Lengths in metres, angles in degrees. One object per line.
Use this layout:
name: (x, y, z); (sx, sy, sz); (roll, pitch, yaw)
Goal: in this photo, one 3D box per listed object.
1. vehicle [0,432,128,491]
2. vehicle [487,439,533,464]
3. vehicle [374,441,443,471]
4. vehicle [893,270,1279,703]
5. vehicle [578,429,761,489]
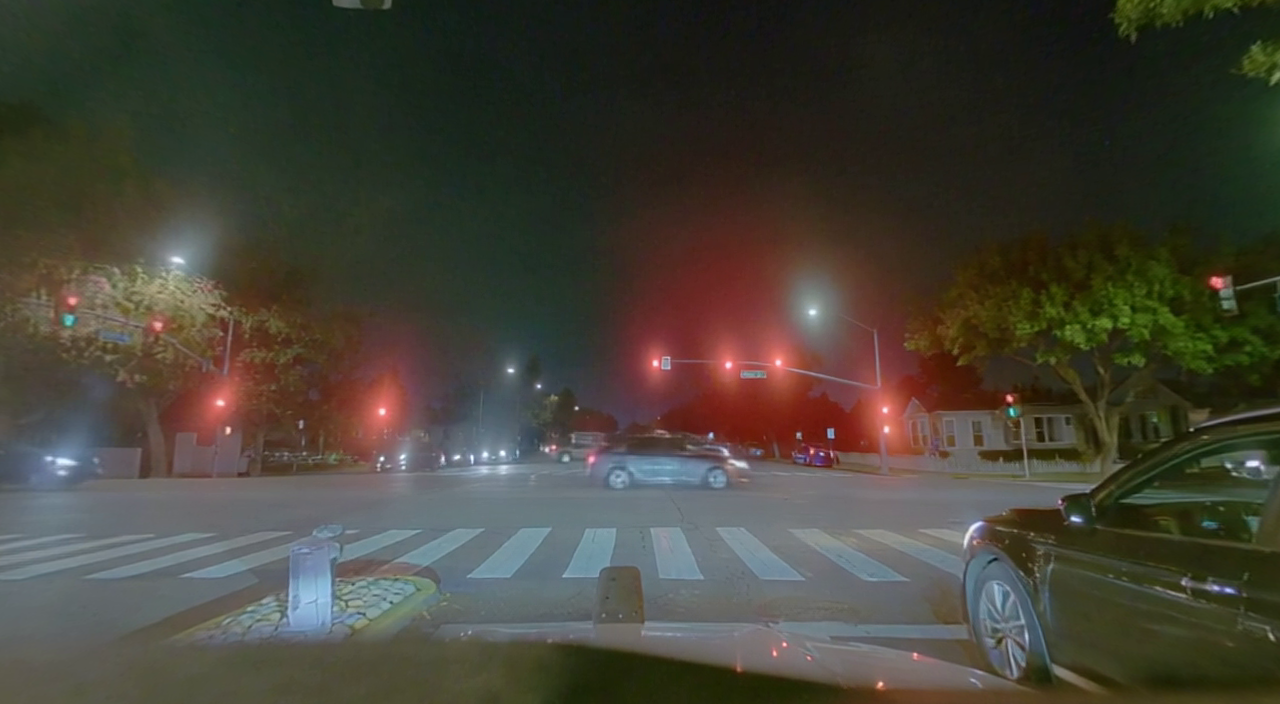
vehicle: (-19.640, 3.454, 20.043); (4.860, 1.748, 2.160); (0, -9, 1)
vehicle: (-8.886, 6.870, 43.709); (2.028, 1.654, 5.027); (0, -9, 1)
vehicle: (-14.371, 6.481, 39.540); (2.065, 1.775, 4.667); (-1, -9, 7)
vehicle: (2.730, 0.704, 1.725); (2.085, 1.800, 4.908); (0, -9, 1)
vehicle: (0.876, 3.310, 19.730); (5.403, 1.759, 2.040); (0, -9, 0)
